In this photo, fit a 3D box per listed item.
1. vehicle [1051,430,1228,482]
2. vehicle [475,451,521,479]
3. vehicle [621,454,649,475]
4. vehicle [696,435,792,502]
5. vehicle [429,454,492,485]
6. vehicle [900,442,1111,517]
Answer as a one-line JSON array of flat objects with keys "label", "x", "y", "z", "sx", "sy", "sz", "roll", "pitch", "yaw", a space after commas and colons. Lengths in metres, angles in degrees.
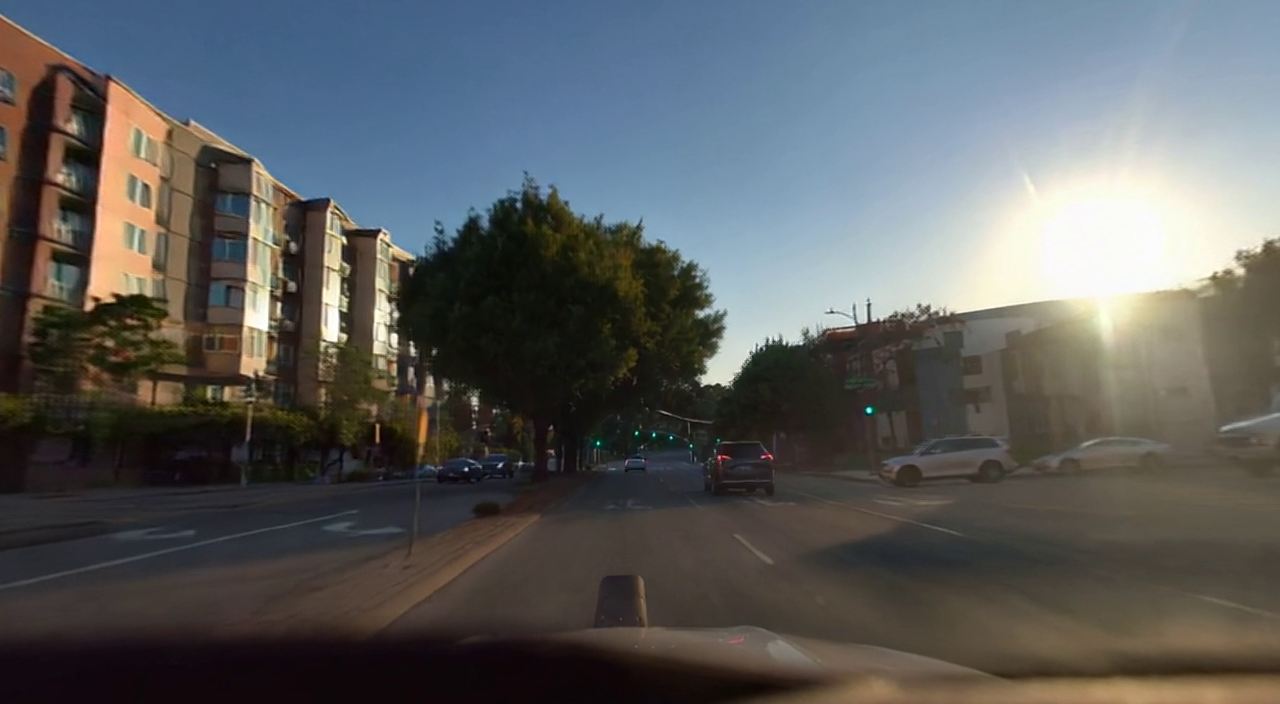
[{"label": "vehicle", "x": 16.956, "y": 3.527, "z": 21.575, "sx": 4.612, "sy": 1.632, "sz": 1.858, "roll": 1, "pitch": -8, "yaw": -6}, {"label": "vehicle", "x": -9.533, "y": 7.584, "z": 42.760, "sx": 1.939, "sy": 1.744, "sz": 5.079, "roll": 0, "pitch": -8, "yaw": 0}, {"label": "vehicle", "x": -0.460, "y": 8.728, "z": 49.304, "sx": 2.059, "sy": 1.492, "sz": 4.033, "roll": 0, "pitch": -8, "yaw": -2}, {"label": "vehicle", "x": 3.155, "y": 3.638, "z": 20.243, "sx": 2.129, "sy": 1.844, "sz": 4.767, "roll": 0, "pitch": -8, "yaw": -2}, {"label": "vehicle", "x": -9.343, "y": 6.141, "z": 33.291, "sx": 1.905, "sy": 1.451, "sz": 4.425, "roll": 0, "pitch": -8, "yaw": 2}, {"label": "vehicle", "x": 8.634, "y": 3.001, "z": 15.648, "sx": 1.940, "sy": 1.512, "sz": 5.129, "roll": 0, "pitch": -8, "yaw": -3}]
